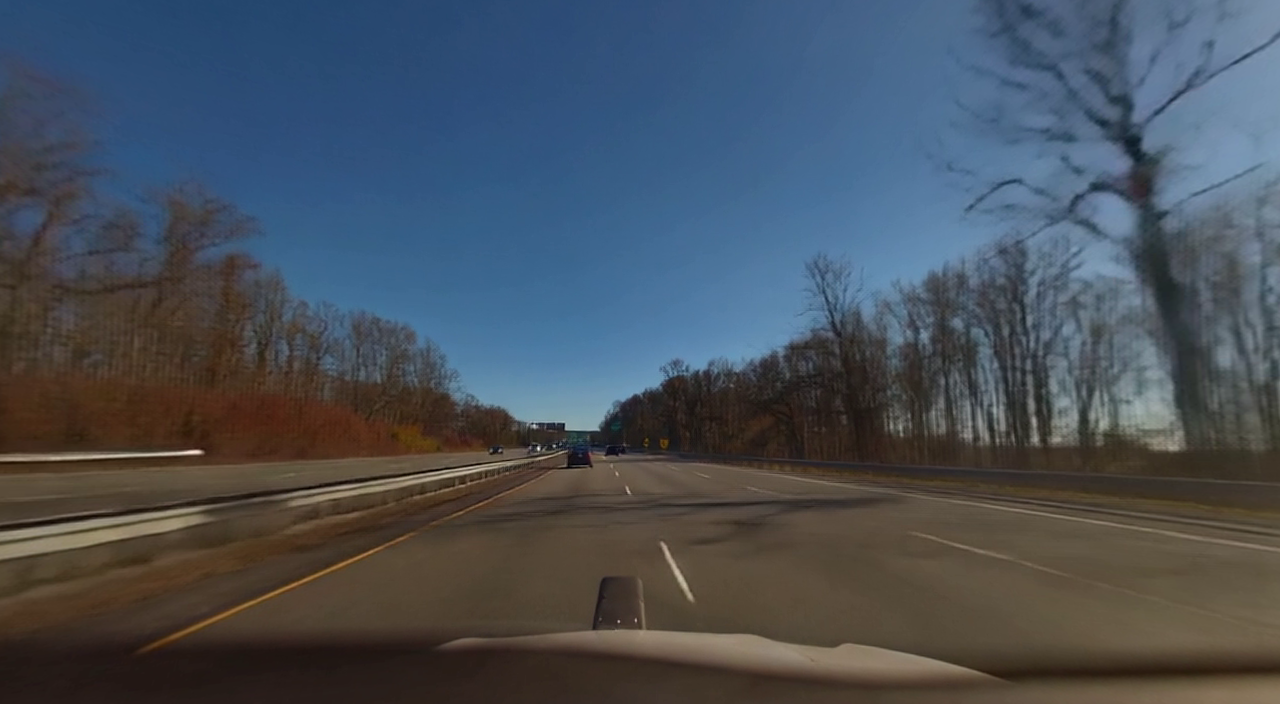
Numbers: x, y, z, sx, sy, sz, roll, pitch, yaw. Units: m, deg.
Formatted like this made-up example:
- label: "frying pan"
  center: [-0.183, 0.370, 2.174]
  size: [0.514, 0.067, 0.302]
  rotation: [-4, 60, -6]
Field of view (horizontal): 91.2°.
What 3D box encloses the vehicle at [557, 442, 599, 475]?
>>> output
- label: "vehicle"
  center: [-3.358, 5.833, 34.643]
  size: [2.151, 1.693, 4.201]
  rotation: [0, -9, -4]
